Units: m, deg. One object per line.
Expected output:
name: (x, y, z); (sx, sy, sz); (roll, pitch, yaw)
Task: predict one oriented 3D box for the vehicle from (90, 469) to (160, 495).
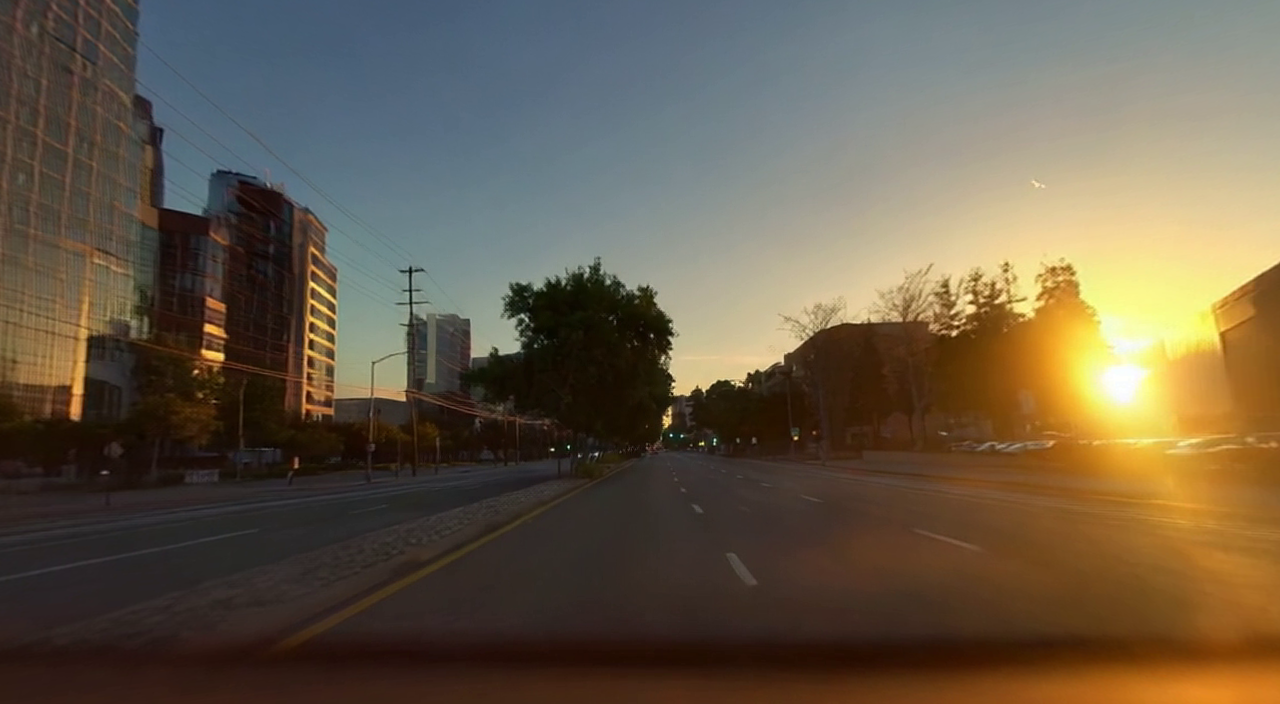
vehicle: (-36.837, 9.309, 45.222); (1.736, 1.540, 3.854); (0, -8, 0)
